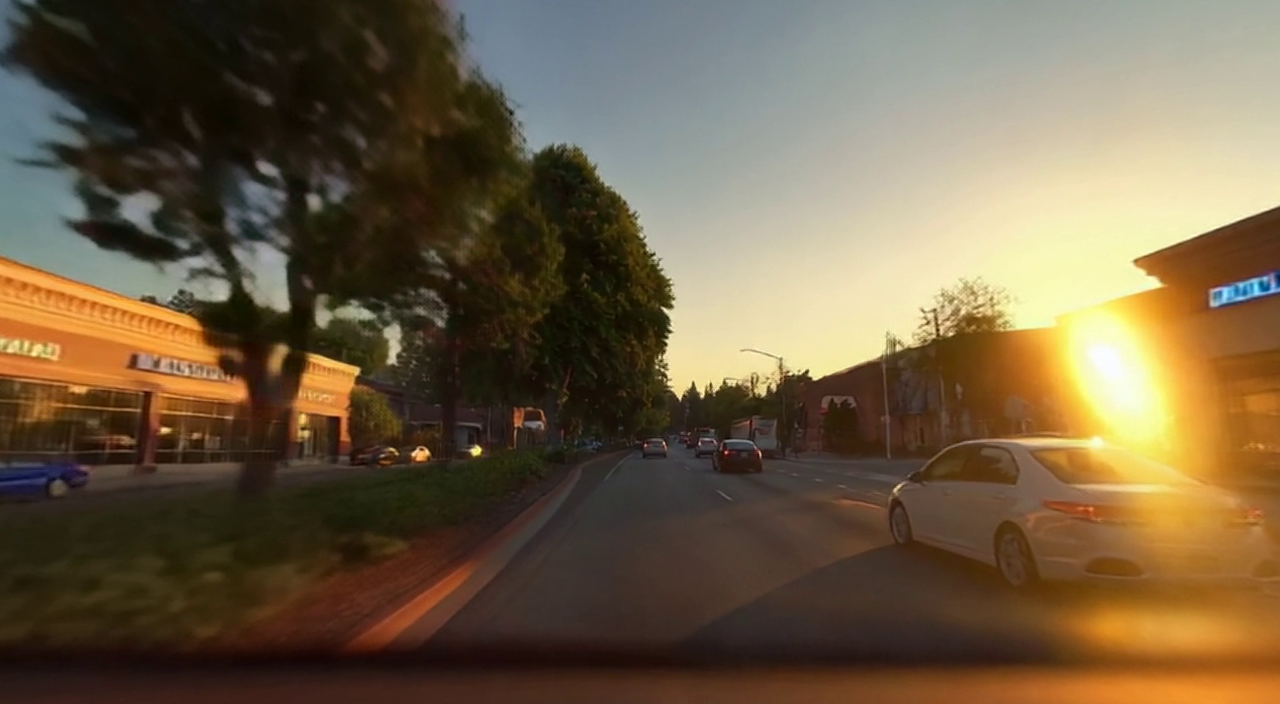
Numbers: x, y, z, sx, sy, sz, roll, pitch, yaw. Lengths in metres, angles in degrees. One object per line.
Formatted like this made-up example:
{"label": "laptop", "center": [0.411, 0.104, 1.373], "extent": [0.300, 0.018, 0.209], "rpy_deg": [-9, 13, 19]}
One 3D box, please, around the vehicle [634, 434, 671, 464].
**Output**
{"label": "vehicle", "center": [0.736, 5.848, 37.859], "extent": [2.098, 1.682, 3.778], "rpy_deg": [0, -8, 0]}

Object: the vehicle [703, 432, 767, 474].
{"label": "vehicle", "center": [4.045, 4.386, 27.429], "extent": [2.115, 1.692, 4.189], "rpy_deg": [0, -8, 0]}

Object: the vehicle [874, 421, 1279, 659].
{"label": "vehicle", "center": [4.123, 1.496, 6.212], "extent": [1.908, 1.463, 4.506], "rpy_deg": [0, -8, 1]}

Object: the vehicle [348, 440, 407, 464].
{"label": "vehicle", "center": [-18.499, 7.064, 44.514], "extent": [1.947, 1.580, 4.857], "rpy_deg": [0, -9, 1]}
